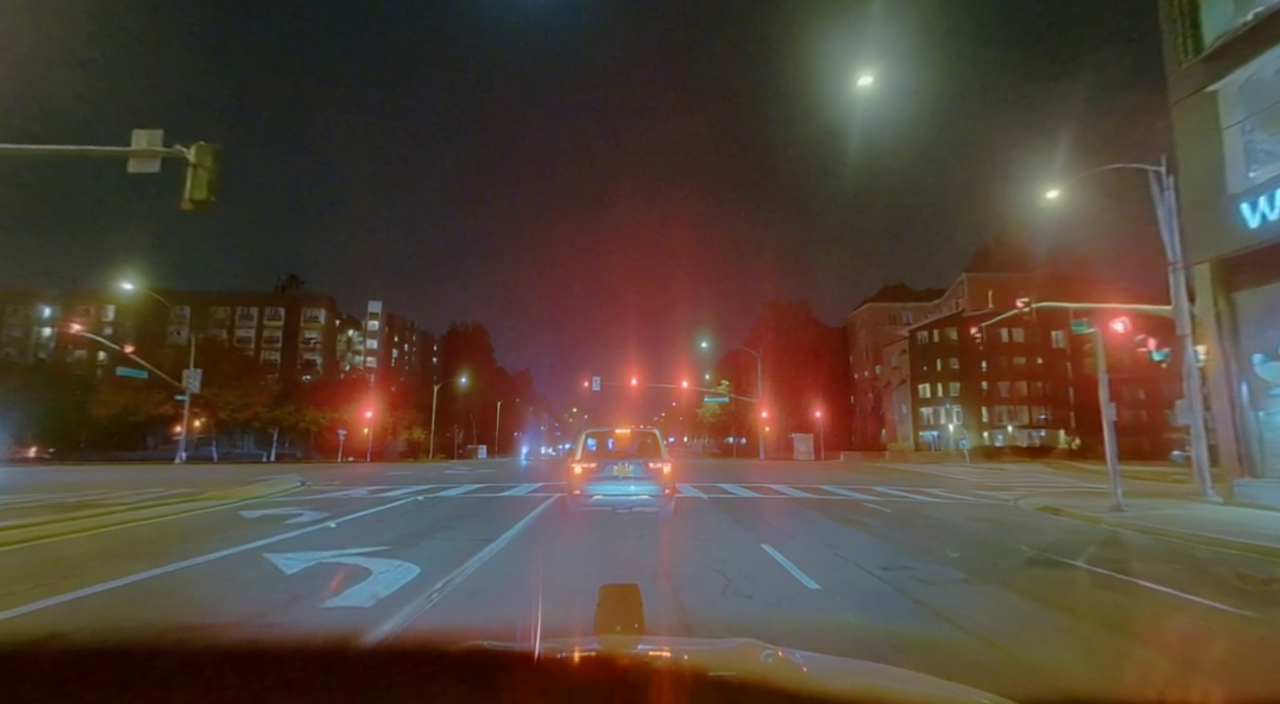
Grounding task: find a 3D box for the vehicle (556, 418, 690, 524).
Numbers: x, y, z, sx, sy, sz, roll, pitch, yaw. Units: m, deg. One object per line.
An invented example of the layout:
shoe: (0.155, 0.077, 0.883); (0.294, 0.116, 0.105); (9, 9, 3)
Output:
vehicle: (-0.304, 2.132, 11.821); (2.066, 1.618, 3.922); (0, -8, -1)
